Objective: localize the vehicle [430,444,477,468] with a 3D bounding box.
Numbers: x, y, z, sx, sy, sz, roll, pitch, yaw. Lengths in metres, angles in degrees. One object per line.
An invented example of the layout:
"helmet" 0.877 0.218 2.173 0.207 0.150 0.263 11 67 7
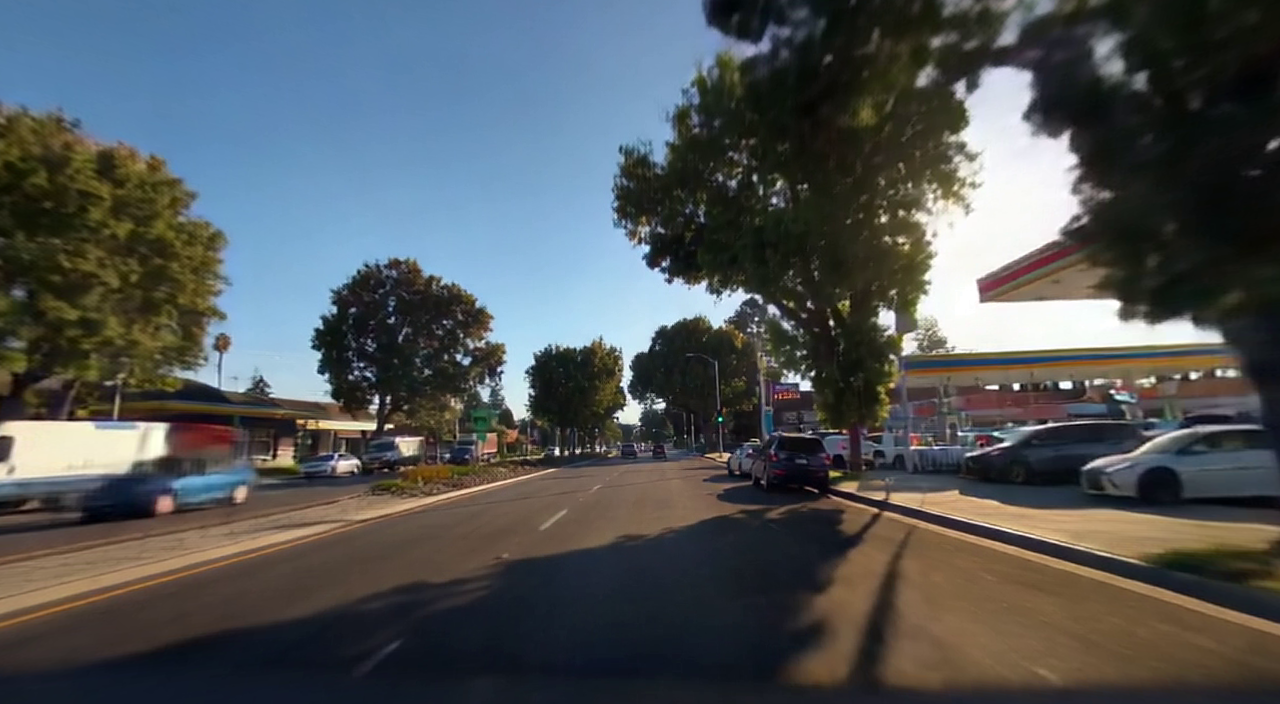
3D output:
"vehicle" -13.660 7.618 46.418 1.977 1.619 4.612 -1 -9 1

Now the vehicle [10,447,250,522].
"vehicle" -11.200 2.895 14.349 1.801 1.407 4.270 -1 -9 2

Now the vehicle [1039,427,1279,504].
"vehicle" 11.116 2.322 13.090 4.328 1.455 1.884 -1 -9 1

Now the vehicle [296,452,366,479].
"vehicle" -18.348 6.720 37.692 1.817 1.460 4.524 0 -9 1

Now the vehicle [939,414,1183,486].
"vehicle" 11.981 2.834 18.323 5.404 1.914 2.159 -1 -9 4

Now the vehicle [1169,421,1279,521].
"vehicle" 11.863 1.914 10.410 4.435 1.491 1.882 -1 -8 2

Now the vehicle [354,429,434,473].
"vehicle" -18.051 7.322 46.859 2.837 2.953 7.214 -1 -9 2

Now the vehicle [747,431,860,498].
"vehicle" 4.623 3.252 18.594 2.179 1.709 4.512 0 -9 1

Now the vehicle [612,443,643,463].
"vehicle" -0.904 7.561 47.175 1.959 1.406 4.272 -1 -9 3
